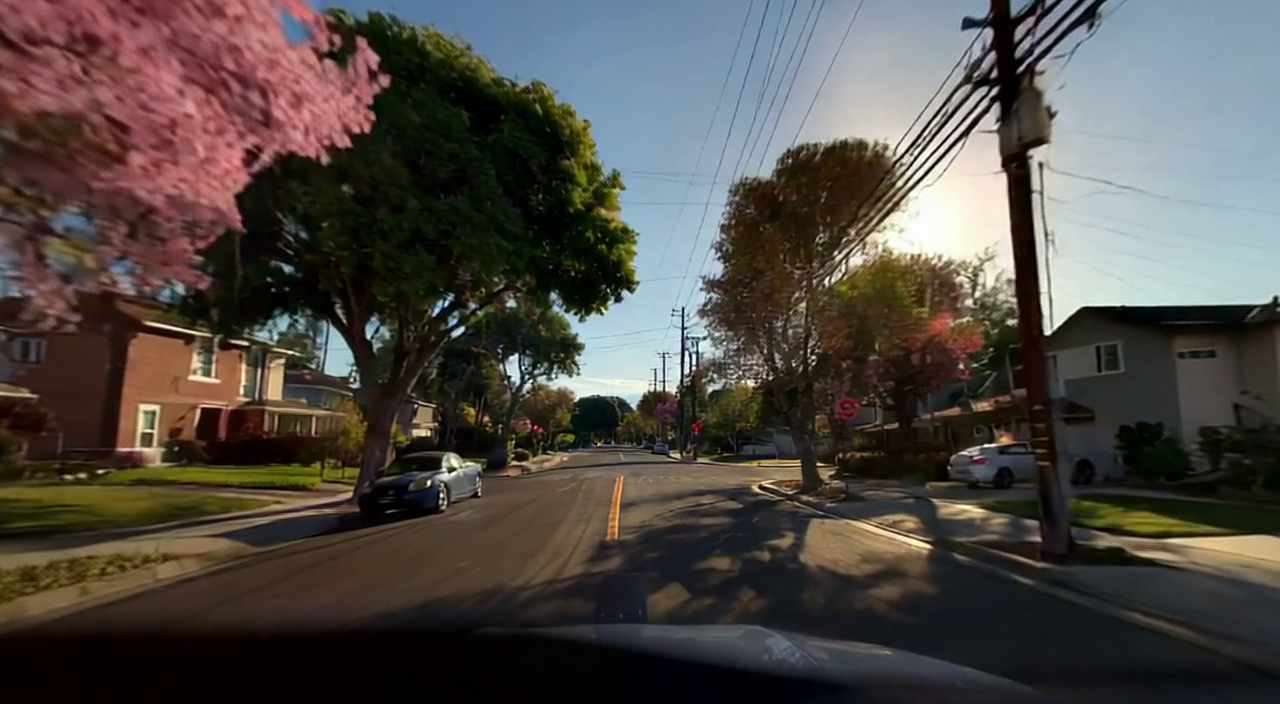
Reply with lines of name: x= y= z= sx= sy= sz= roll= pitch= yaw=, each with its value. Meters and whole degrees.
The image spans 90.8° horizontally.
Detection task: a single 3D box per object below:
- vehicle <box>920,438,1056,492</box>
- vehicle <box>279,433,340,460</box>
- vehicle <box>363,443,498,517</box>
vehicle: x=11.371 y=3.697 z=21.092 sx=1.881 sy=1.574 sz=4.670 roll=0 pitch=-8 yaw=0
vehicle: x=-19.790 y=5.644 z=37.753 sx=4.472 sy=1.492 sz=1.870 roll=-8 pitch=-12 yaw=44
vehicle: x=-5.038 y=3.098 z=15.954 sx=1.938 sy=1.508 sz=4.481 roll=0 pitch=-7 yaw=-1
